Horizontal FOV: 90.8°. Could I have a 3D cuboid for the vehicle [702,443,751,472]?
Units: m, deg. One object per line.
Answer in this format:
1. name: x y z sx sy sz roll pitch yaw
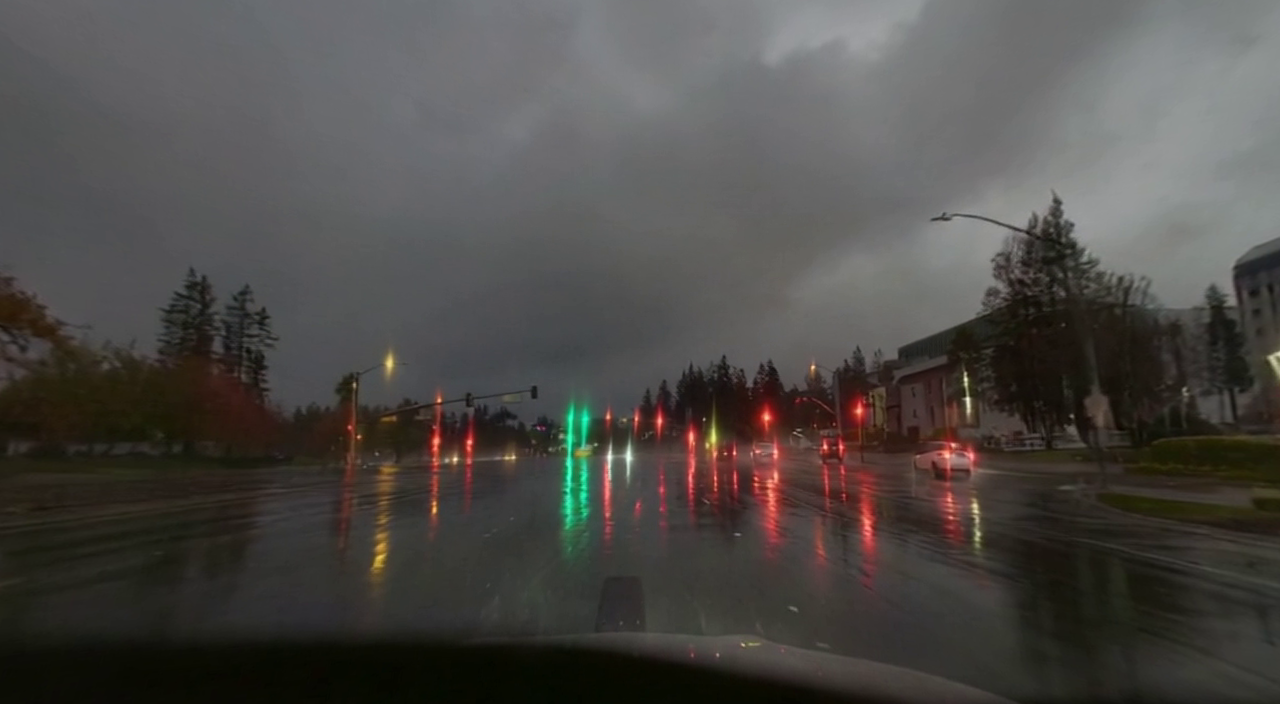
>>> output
1. vehicle: 4.621 5.683 34.299 2.133 1.481 4.276 0 -8 1
